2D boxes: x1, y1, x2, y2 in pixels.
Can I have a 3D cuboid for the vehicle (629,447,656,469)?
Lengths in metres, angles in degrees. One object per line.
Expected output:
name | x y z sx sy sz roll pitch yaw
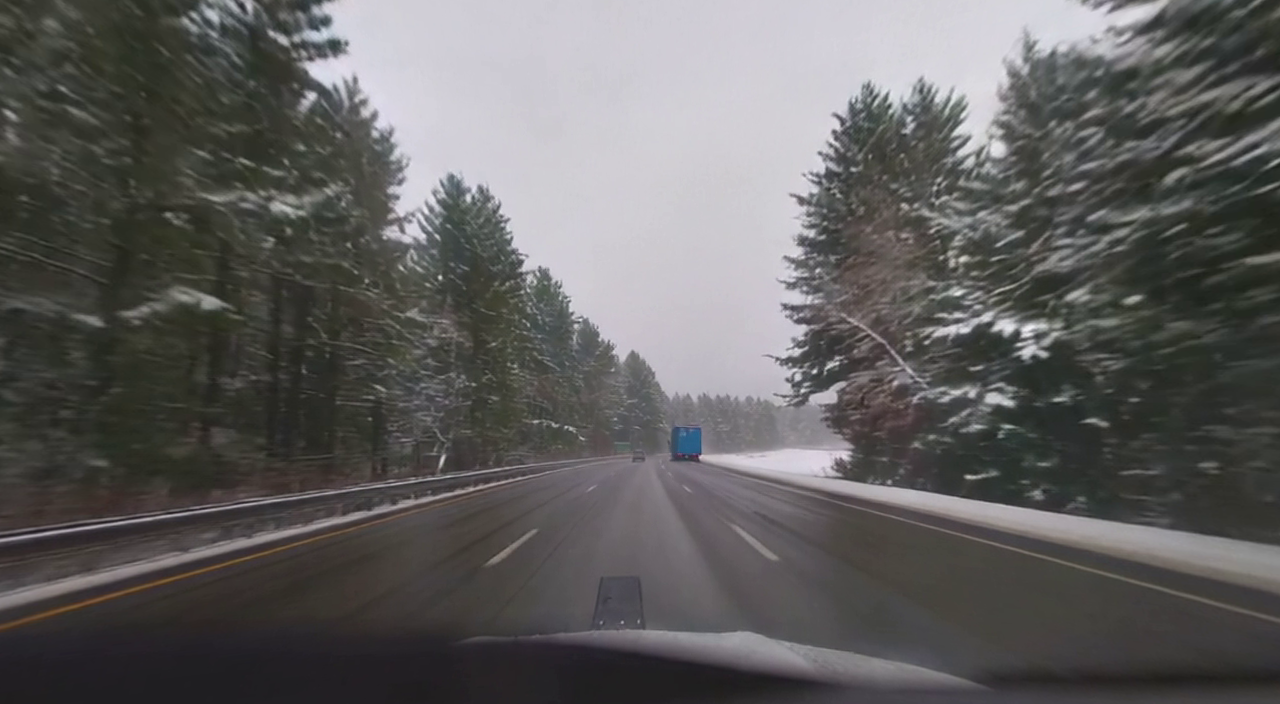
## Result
vehicle | 0.174 7.625 45.313 1.900 1.497 3.732 0 -9 0
